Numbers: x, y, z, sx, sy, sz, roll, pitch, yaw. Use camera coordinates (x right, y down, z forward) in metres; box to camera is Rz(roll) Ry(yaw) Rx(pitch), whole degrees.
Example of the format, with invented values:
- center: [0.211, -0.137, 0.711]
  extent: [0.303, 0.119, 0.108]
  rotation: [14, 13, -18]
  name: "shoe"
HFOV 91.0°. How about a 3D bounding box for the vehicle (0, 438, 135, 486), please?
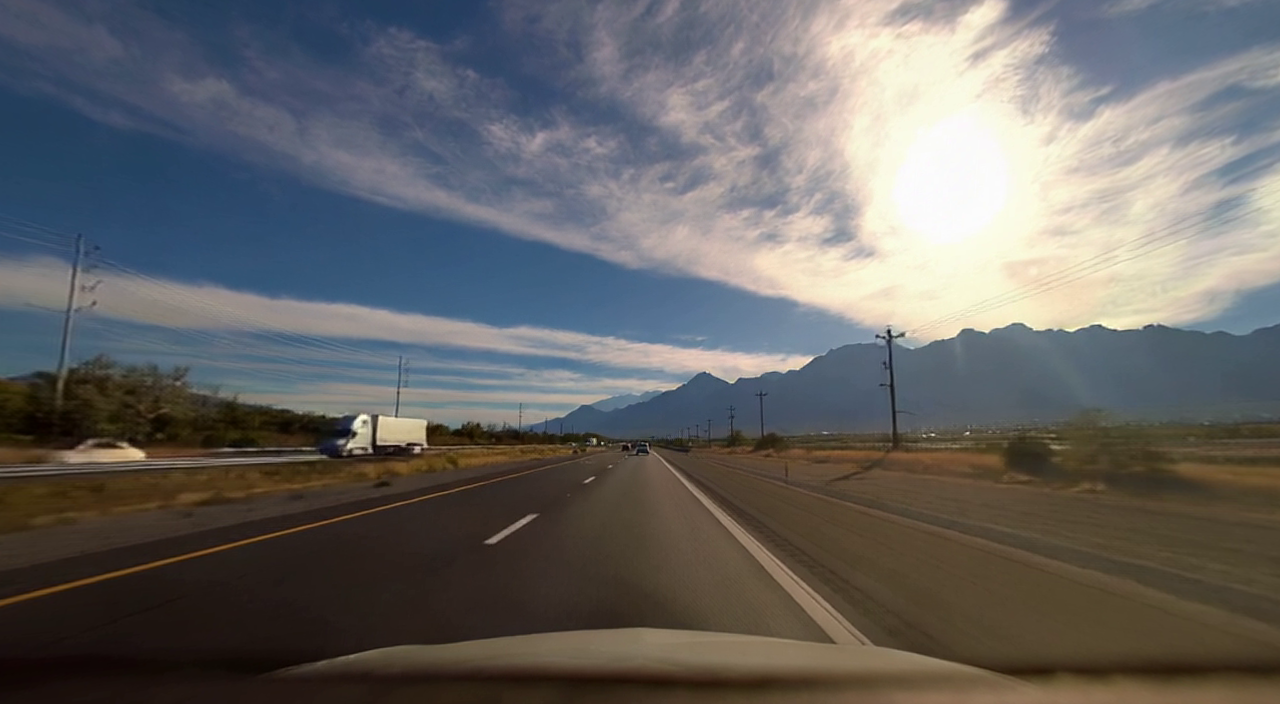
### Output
- center: [-21.022, 3.885, 22.589]
  extent: [1.904, 1.510, 4.548]
  rotation: [0, -8, 2]
  name: "vehicle"
